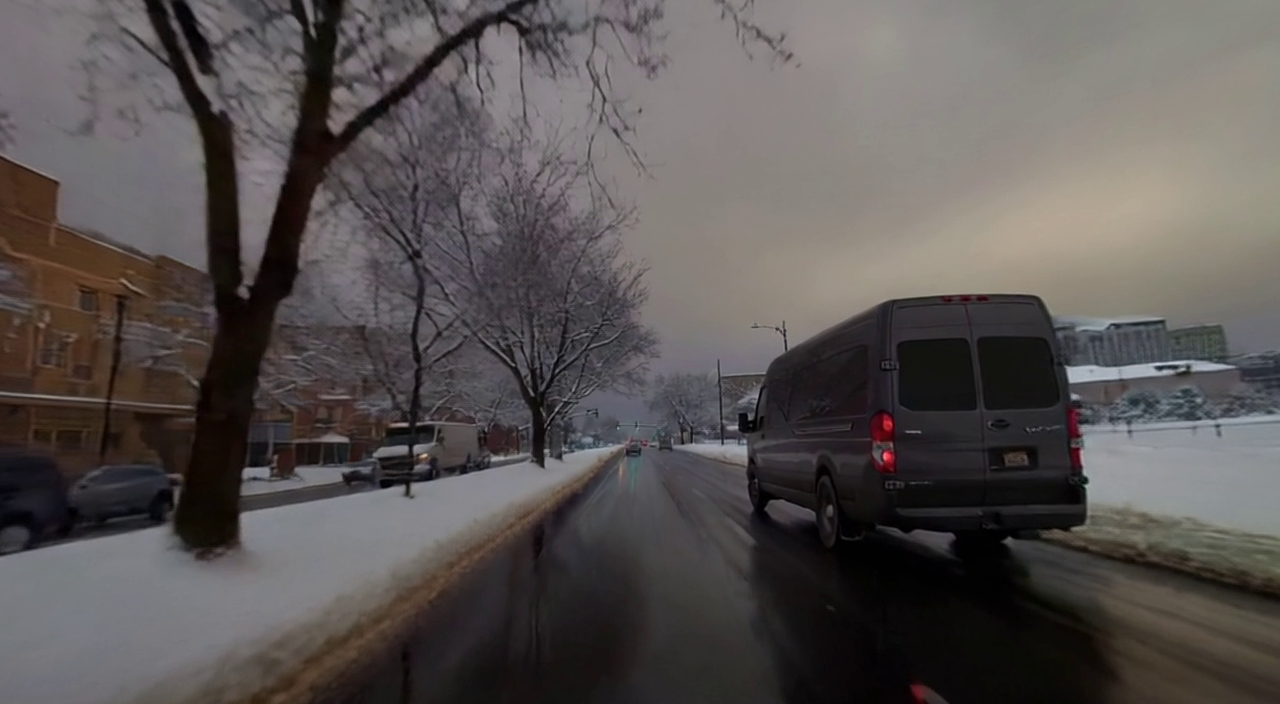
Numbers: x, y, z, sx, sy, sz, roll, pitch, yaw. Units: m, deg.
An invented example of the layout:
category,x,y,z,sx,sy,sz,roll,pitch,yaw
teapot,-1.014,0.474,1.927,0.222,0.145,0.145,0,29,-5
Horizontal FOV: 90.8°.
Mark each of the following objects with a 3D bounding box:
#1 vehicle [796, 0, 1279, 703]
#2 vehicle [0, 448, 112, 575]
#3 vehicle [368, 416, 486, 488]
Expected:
category,x,y,z,sx,sy,sz,roll,pitch,yaw
vehicle,3.945,0.304,4.840,2.731,3.407,10.262,0,-9,-1
vehicle,-9.975,2.158,8.315,2.089,1.754,4.573,0,-9,-1
vehicle,-10.427,5.060,32.254,3.257,3.085,9.164,0,-9,-3
